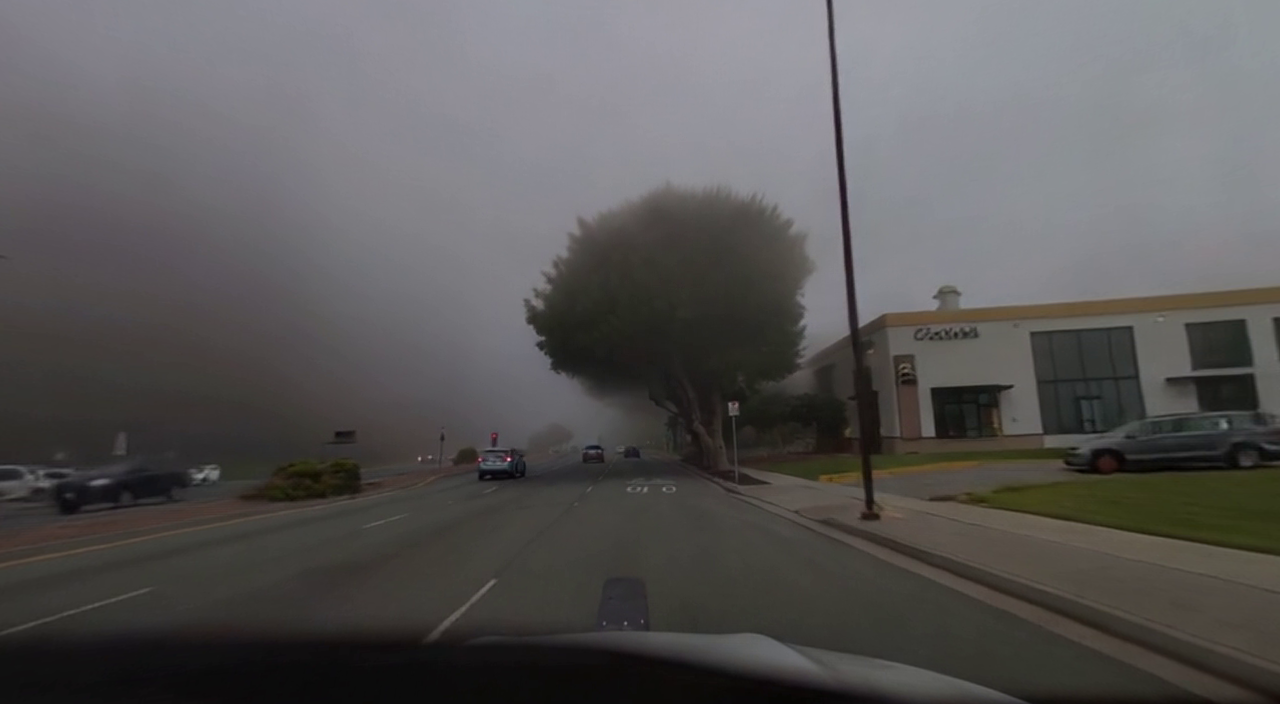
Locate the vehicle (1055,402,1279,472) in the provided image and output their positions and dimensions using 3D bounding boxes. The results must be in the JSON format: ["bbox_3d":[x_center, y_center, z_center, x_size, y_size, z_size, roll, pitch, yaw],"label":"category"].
[{"bbox_3d":[12.744,2.072,15.176,4.148,1.507,1.840,-3,-9,18],"label":"vehicle"}]

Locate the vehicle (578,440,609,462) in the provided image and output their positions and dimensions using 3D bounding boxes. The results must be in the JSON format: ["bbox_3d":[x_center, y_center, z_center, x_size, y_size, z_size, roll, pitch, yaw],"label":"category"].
[{"bbox_3d":[-3.604,7.795,49.551,2.100,1.661,3.837,0,-8,0],"label":"vehicle"}]

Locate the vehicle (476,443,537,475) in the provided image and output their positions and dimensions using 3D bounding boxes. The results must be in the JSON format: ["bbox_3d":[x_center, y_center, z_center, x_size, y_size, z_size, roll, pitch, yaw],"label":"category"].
[{"bbox_3d":[-6.439,5.209,30.895,2.072,1.427,4.328,0,-8,0],"label":"vehicle"}]

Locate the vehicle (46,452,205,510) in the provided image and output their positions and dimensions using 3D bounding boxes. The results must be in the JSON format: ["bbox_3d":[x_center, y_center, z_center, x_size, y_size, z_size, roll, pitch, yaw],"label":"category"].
[{"bbox_3d":[-17.907,4.449,22.264,1.902,1.747,4.380,0,-8,0],"label":"vehicle"}]
